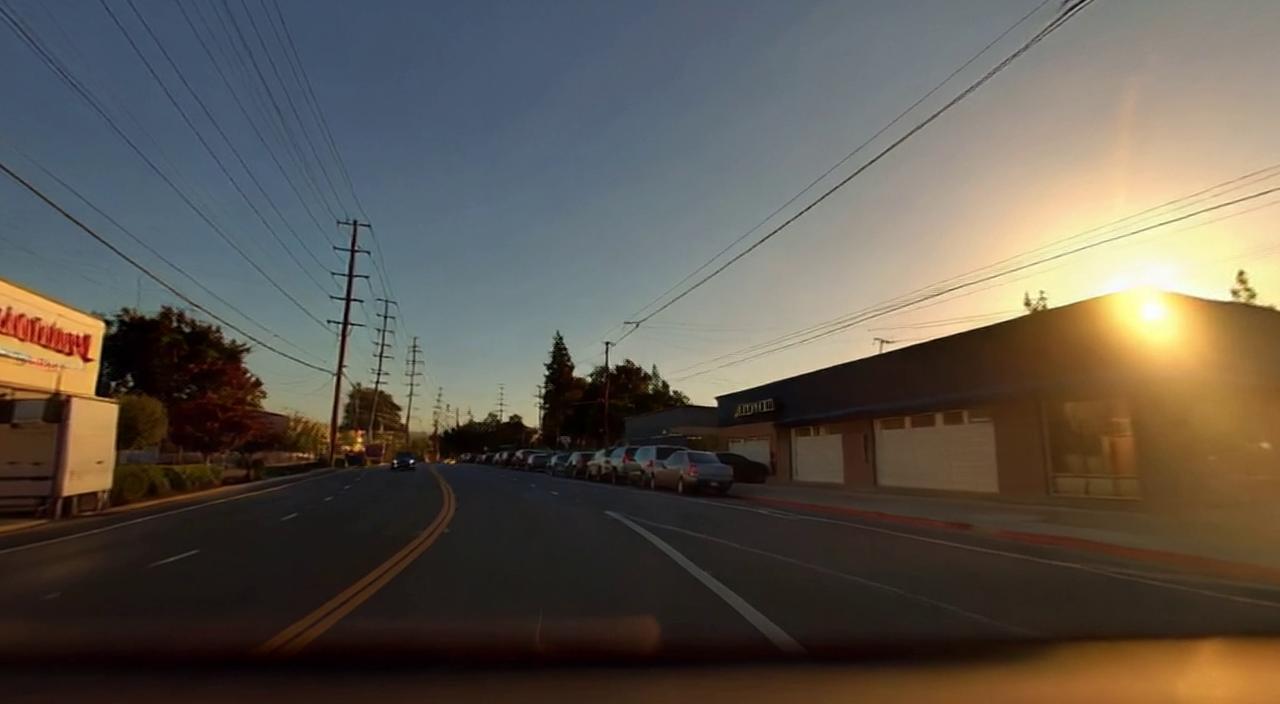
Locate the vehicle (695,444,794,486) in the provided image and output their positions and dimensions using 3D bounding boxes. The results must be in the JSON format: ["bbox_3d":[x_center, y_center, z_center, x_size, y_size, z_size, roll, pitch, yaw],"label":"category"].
[{"bbox_3d":[4.490,4.683,26.502,2.074,1.526,4.853,-7,-10,36],"label":"vehicle"}]

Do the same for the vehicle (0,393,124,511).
[{"bbox_3d":[-15.667,2.643,16.869,1.716,2.808,3.001,-2,-7,-16],"label":"vehicle"}]

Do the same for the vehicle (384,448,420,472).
[{"bbox_3d":[-16.460,7.444,43.553,2.122,1.517,4.465,3,-9,-20],"label":"vehicle"}]
